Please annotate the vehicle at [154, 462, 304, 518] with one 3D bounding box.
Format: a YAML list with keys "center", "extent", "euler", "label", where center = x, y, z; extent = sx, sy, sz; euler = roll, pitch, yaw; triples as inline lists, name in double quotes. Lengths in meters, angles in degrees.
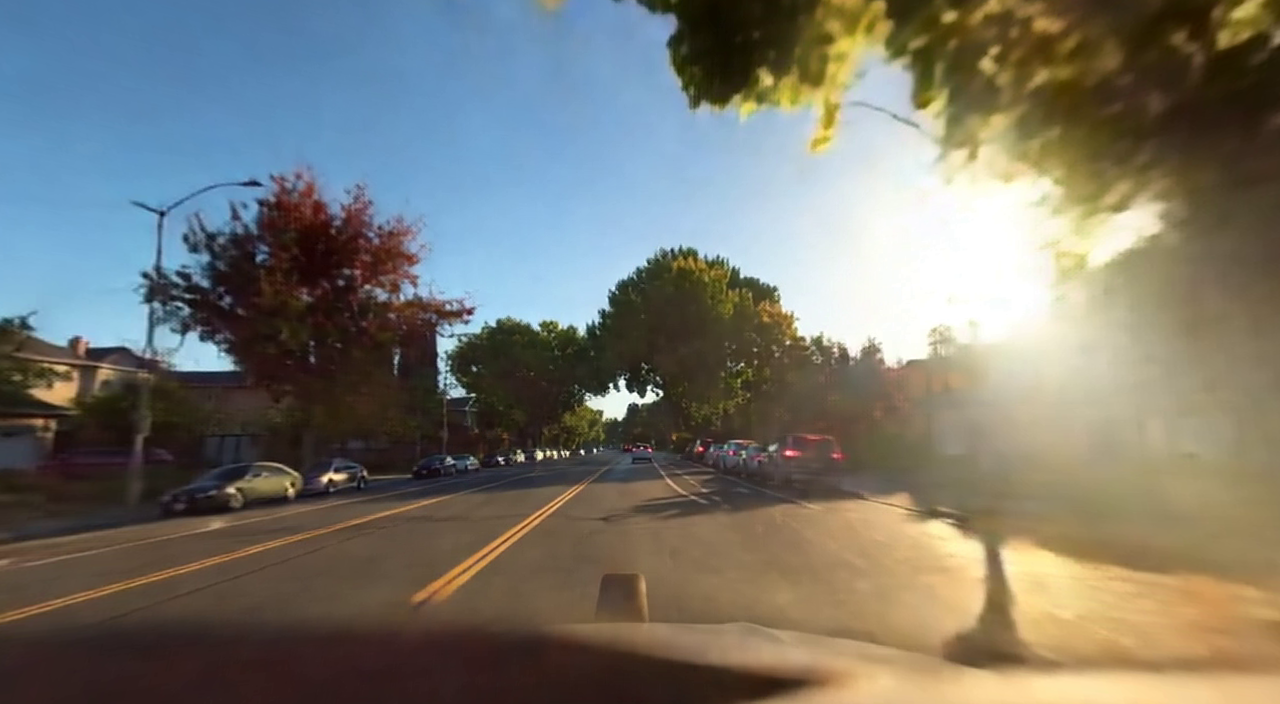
- center: [-12.776, 4.279, 20.043]
  extent: [1.834, 1.467, 4.357]
  euler: [0, -9, -1]
  label: "vehicle"

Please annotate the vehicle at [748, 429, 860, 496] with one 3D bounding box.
- center: [4.869, 3.374, 19.677]
  extent: [2.022, 1.799, 5.105]
  euler: [0, -9, -1]
  label: "vehicle"

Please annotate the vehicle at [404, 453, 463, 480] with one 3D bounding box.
- center: [-12.803, 7.122, 39.518]
  extent: [1.969, 1.490, 4.675]
  euler: [0, -9, 1]
  label: "vehicle"

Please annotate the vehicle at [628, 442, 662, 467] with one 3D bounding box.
- center: [0.261, 6.379, 39.571]
  extent: [2.022, 1.471, 3.973]
  euler: [0, -9, -1]
  label: "vehicle"

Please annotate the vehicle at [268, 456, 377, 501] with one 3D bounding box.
- center: [-12.690, 5.053, 25.658]
  extent: [1.880, 1.523, 4.833]
  euler: [0, -9, 1]
  label: "vehicle"
